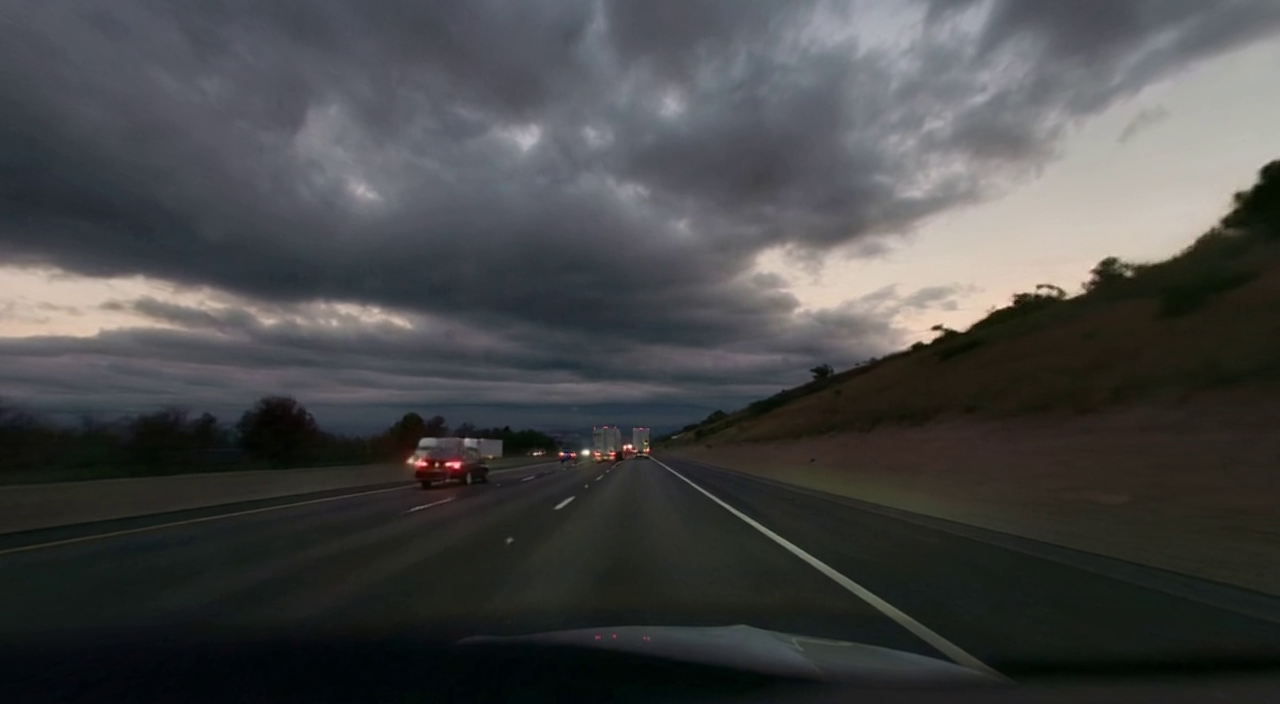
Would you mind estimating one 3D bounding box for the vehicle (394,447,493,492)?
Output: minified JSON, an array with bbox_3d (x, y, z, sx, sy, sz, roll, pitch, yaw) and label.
[{"bbox_3d":[-7.090,4.294,23.435,2.036,1.474,5.011,0,-9,0],"label":"vehicle"}]
